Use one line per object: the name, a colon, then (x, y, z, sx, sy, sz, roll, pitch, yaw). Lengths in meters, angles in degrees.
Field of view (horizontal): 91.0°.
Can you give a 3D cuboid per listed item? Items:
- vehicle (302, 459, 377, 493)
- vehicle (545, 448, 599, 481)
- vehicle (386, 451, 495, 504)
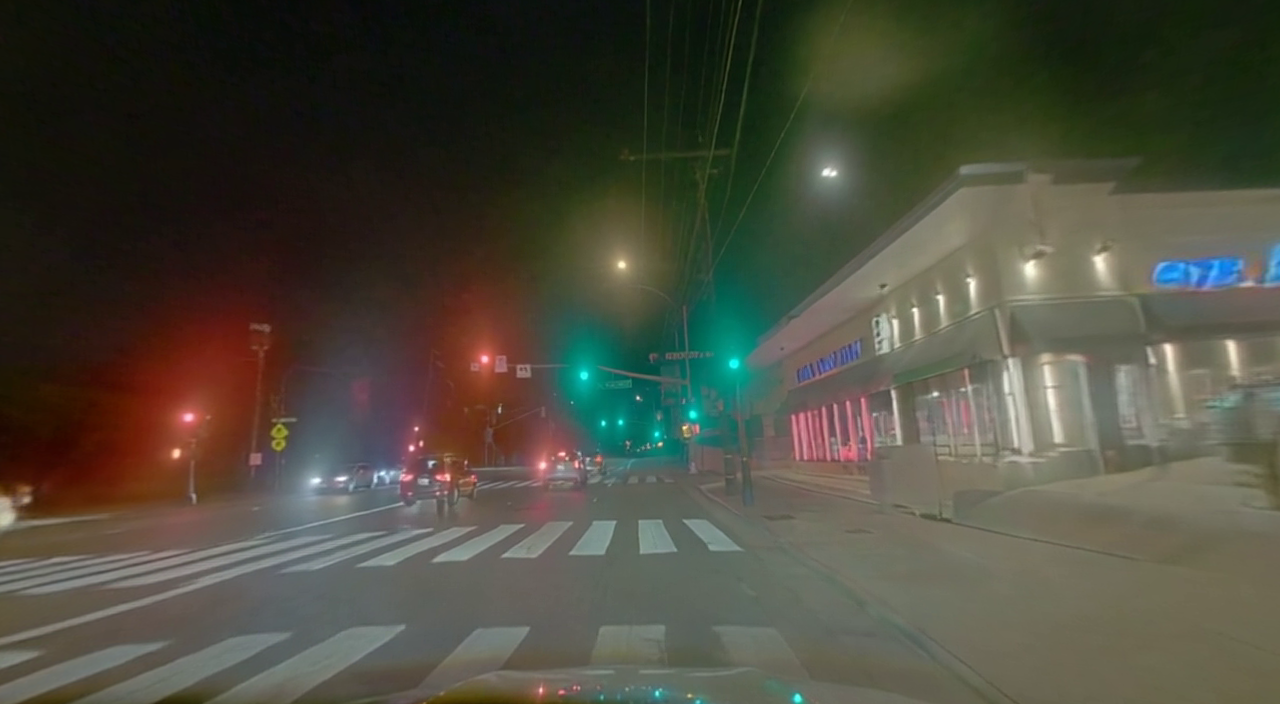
vehicle: (-15.513, 6.398, 32.759, 1.955, 1.500, 4.458, 1, -9, -4)
vehicle: (-3.244, 5.497, 31.102, 2.147, 1.472, 4.406, 0, -9, 0)
vehicle: (-6.316, 4.000, 20.539, 1.960, 1.479, 4.654, 0, -9, 1)
